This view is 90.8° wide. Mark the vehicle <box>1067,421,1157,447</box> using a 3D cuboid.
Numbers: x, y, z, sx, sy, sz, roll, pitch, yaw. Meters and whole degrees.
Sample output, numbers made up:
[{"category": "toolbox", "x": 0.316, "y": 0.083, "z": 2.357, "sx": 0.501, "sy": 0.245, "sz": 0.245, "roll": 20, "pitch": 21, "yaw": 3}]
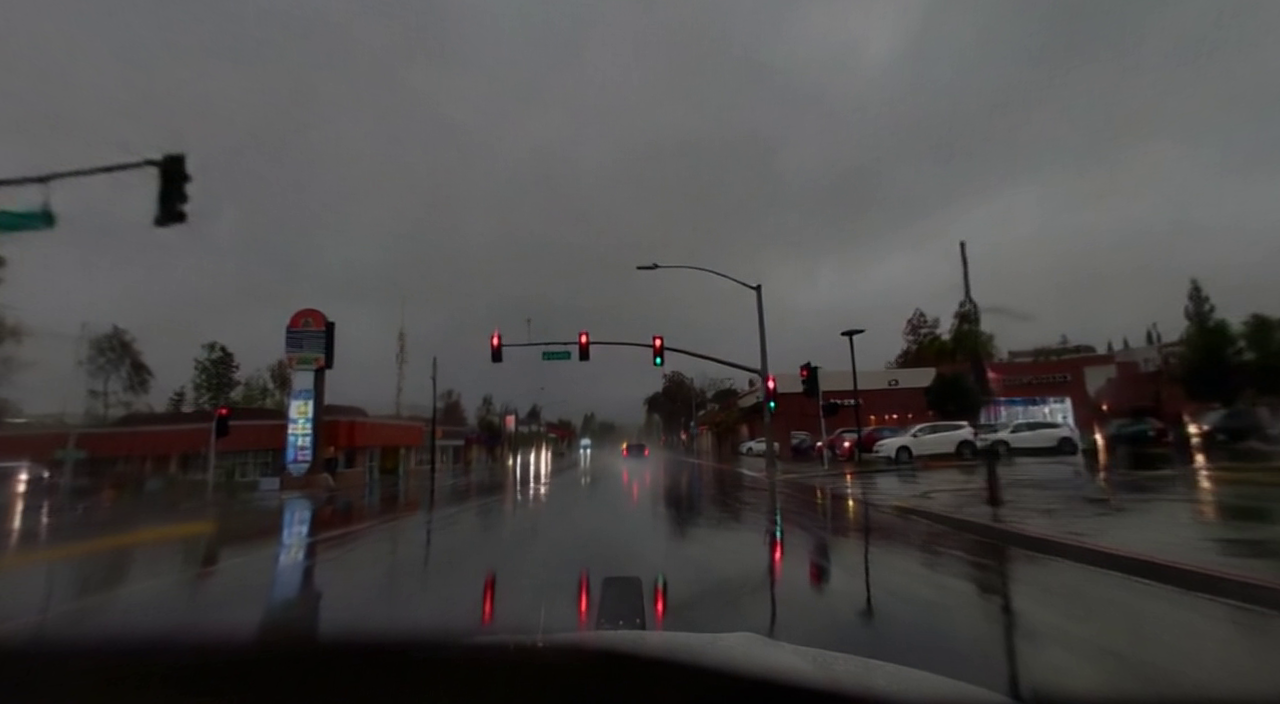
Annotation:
[{"category": "vehicle", "x": 30.716, "y": 5.392, "z": 41.179, "sx": 4.257, "sy": 1.626, "sz": 2.034, "roll": 0, "pitch": -9, "yaw": -3}]

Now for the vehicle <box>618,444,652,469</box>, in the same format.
[{"category": "vehicle", "x": -0.345, "y": 6.512, "z": 39.381, "sx": 1.977, "sy": 1.451, "sz": 4.032, "roll": 0, "pitch": -9, "yaw": -1}]

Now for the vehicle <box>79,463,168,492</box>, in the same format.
[{"category": "vehicle", "x": -39.933, "y": 9.676, "z": 49.043, "sx": 2.004, "sy": 1.945, "sz": 5.069, "roll": -2, "pitch": -9, "yaw": 11}]

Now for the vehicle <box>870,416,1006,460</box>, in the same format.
[{"category": "vehicle", "x": 12.926, "y": 3.777, "z": 27.653, "sx": 4.852, "sy": 1.805, "sz": 2.155, "roll": 0, "pitch": -9, "yaw": -2}]

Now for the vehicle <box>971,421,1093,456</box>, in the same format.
[{"category": "vehicle", "x": 18.728, "y": 4.156, "z": 30.350, "sx": 4.586, "sy": 1.623, "sz": 1.861, "roll": 0, "pitch": -8, "yaw": -1}]
